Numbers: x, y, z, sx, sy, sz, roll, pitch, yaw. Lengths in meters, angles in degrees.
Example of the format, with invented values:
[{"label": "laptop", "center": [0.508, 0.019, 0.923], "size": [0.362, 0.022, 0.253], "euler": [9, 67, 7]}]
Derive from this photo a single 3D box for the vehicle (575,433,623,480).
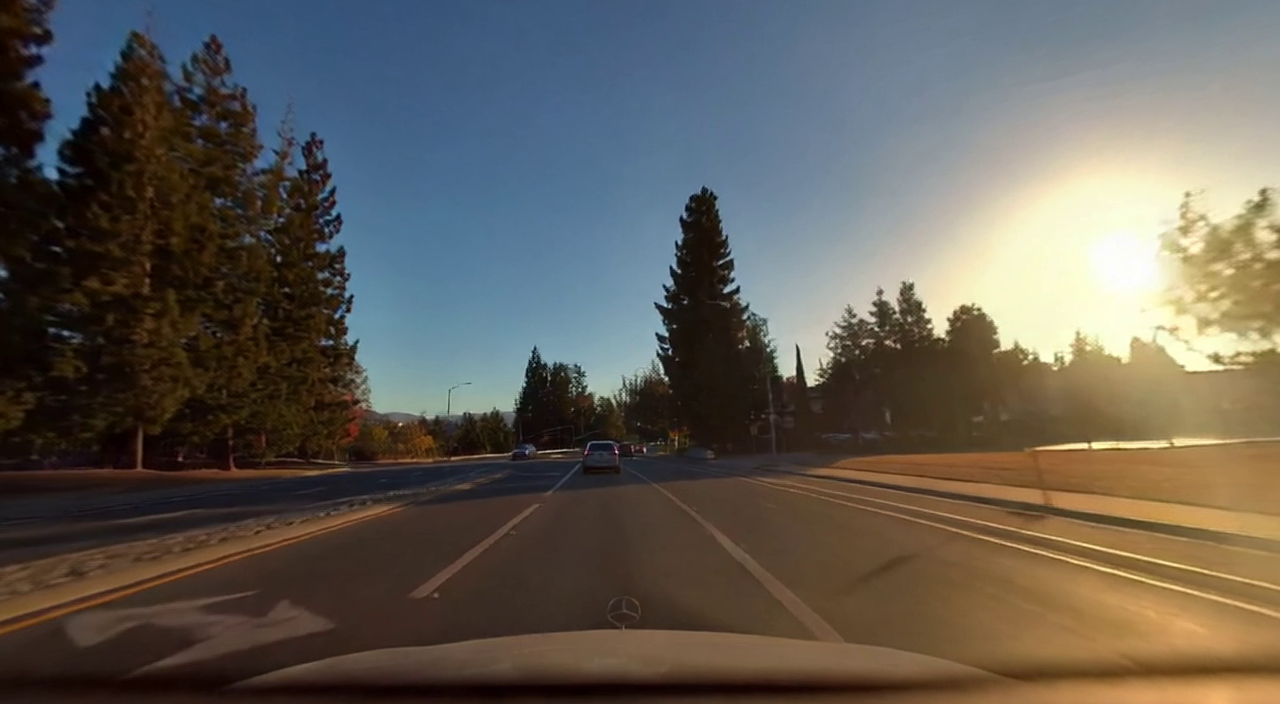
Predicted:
[{"label": "vehicle", "center": [-1.950, 4.857, 29.362], "size": [2.072, 2.002, 4.391], "euler": [1, -9, -4]}]
